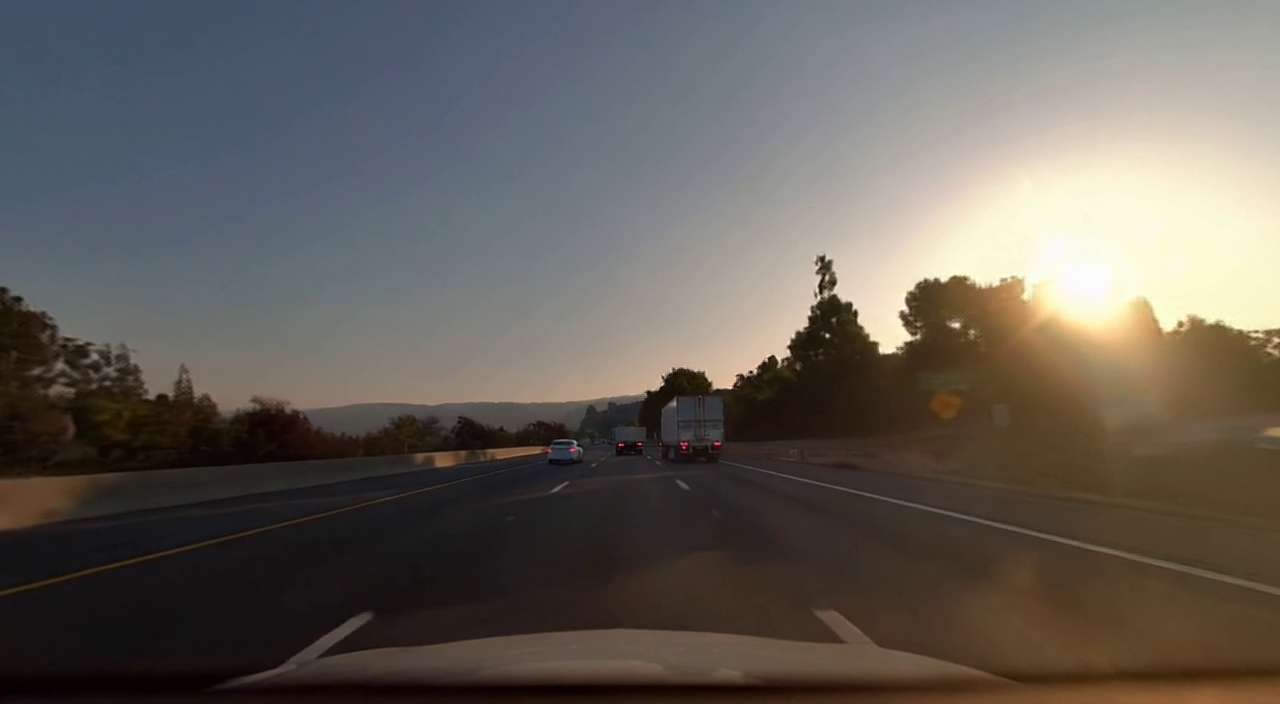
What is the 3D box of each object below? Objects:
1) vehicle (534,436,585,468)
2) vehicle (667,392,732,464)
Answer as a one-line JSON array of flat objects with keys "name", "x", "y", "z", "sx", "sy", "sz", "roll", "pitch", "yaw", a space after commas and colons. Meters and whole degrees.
[{"name": "vehicle", "x": -4.093, "y": 5.180, "z": 32.788, "sx": 2.111, "sy": 1.536, "sz": 4.270, "roll": 0, "pitch": -8, "yaw": 0}, {"name": "vehicle", "x": 3.554, "y": 5.023, "z": 40.497, "sx": 2.997, "sy": 3.983, "sz": 10.860, "roll": 1, "pitch": -8, "yaw": -1}]
